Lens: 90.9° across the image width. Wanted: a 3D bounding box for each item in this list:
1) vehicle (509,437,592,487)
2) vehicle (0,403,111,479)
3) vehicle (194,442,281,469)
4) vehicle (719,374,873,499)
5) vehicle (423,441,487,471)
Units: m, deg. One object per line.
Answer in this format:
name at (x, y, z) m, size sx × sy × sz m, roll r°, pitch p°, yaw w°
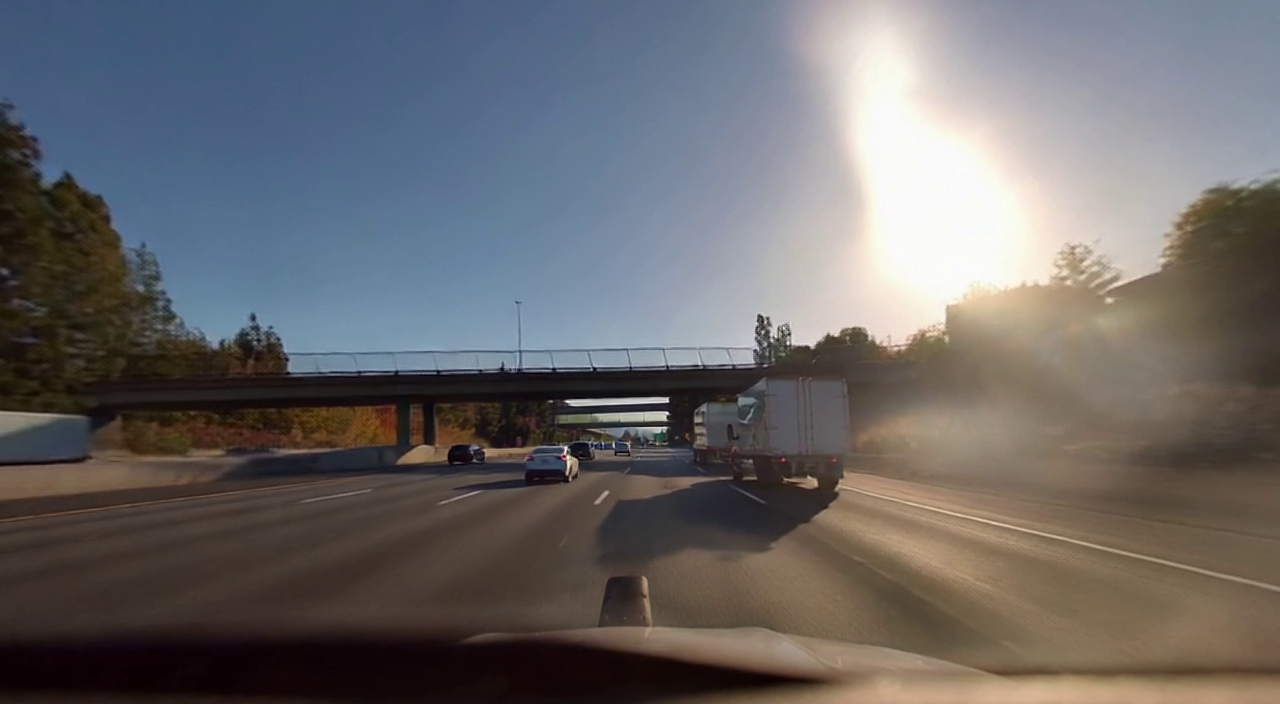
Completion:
vehicle at (-2.791, 3.550, 20.738) m, size 1.981 × 1.473 × 4.317 m, roll 0°, pitch -8°, yaw 2°
vehicle at (-35.866, 4.579, 32.342) m, size 2.911 × 4.023 × 16.399 m, roll 0°, pitch -8°, yaw 2°
vehicle at (-27.886, 7.157, 44.008) m, size 2.155 × 1.732 × 5.806 m, roll 0°, pitch -8°, yaw 2°
vehicle at (4.245, 2.562, 19.003) m, size 2.732 × 3.052 × 7.118 m, roll 0°, pitch -8°, yaw 0°
vehicle at (-9.720, 5.473, 33.508) m, size 1.899 × 1.465 × 4.589 m, roll 0°, pitch -8°, yaw 1°
